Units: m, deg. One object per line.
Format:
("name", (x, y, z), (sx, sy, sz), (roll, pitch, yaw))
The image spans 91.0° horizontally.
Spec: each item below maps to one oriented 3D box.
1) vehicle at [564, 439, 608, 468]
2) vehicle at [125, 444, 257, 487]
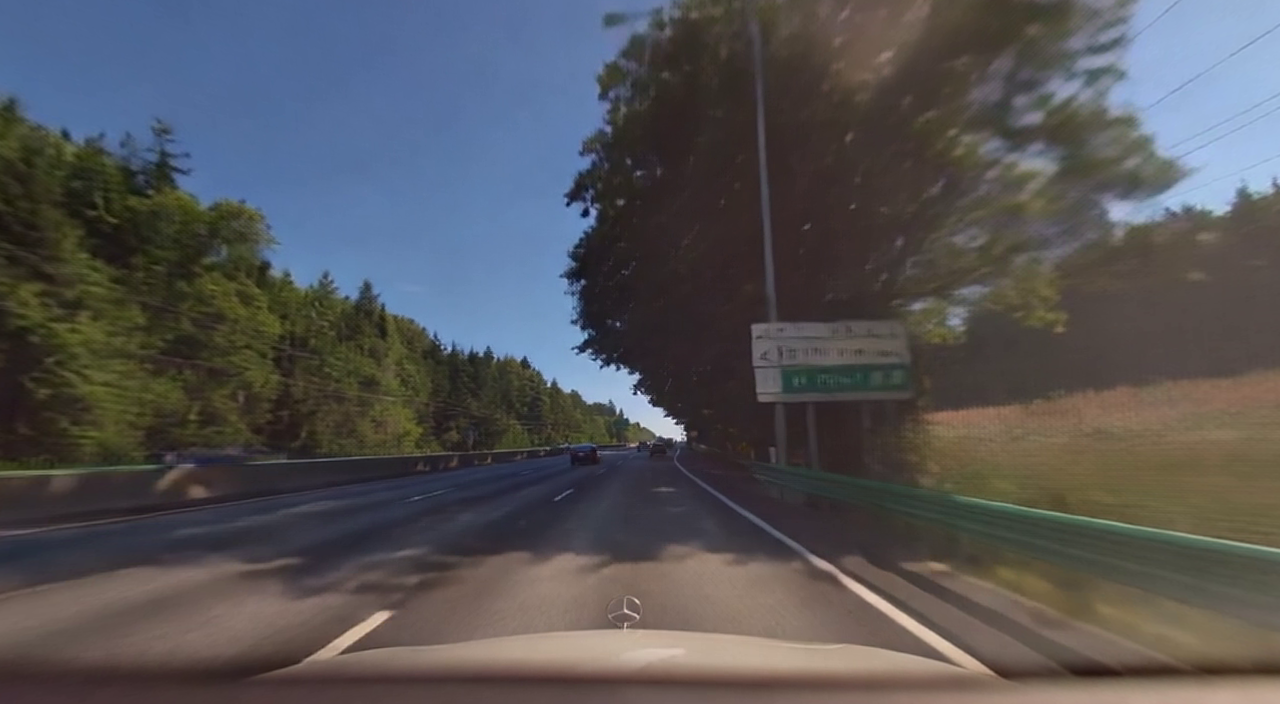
("vehicle", (-2.988, 5.736, 35.785), (2.021, 1.515, 4.453), (0, -8, 2))
("vehicle", (-16.123, 4.065, 22.877), (1.986, 1.424, 3.739), (0, -8, 1))
